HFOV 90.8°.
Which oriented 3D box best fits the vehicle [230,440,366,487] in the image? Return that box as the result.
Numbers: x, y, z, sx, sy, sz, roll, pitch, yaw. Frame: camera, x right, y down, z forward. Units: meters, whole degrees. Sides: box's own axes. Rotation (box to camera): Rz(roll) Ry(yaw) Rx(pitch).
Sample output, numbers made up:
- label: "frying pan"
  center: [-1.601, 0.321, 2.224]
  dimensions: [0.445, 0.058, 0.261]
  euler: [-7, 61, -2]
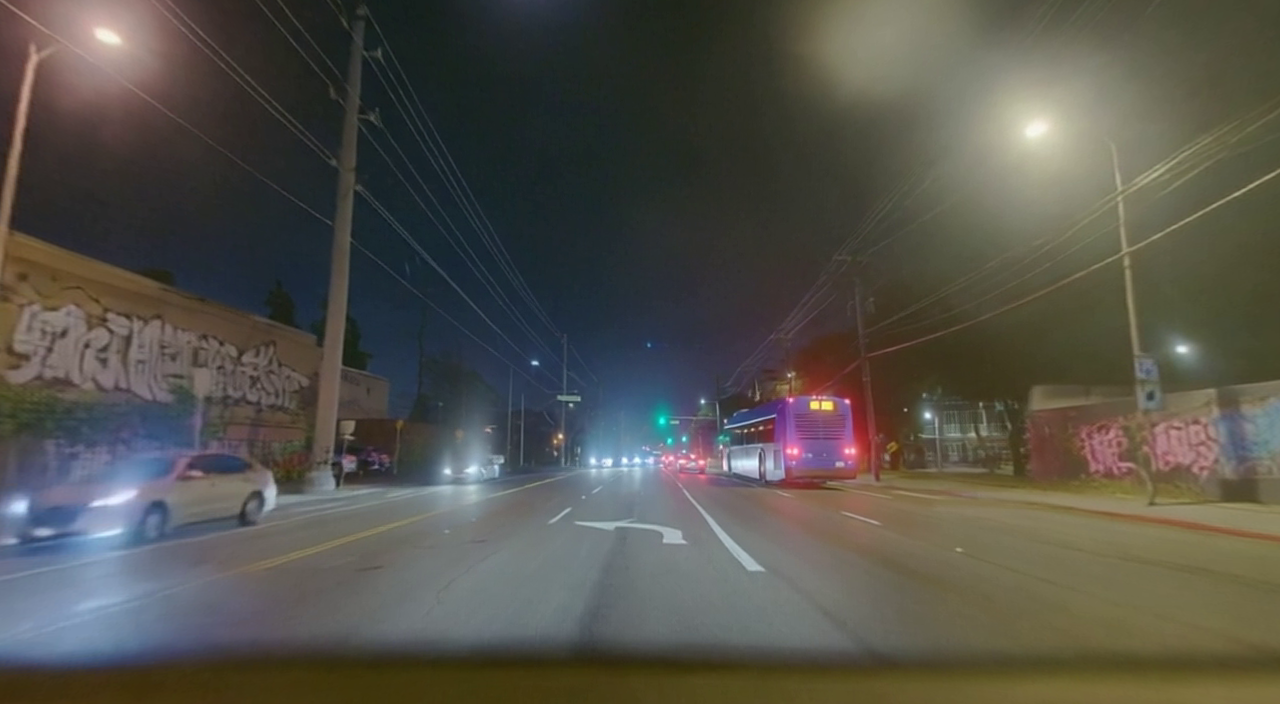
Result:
- label: "vehicle"
  center: [-14.703, 4.801, 27.480]
  dimensions: [4.719, 1.903, 2.051]
  euler: [2, -8, -12]

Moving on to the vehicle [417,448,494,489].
- label: "vehicle"
  center: [-8.321, 5.262, 28.948]
  dimensions: [2.017, 1.659, 4.405]
  euler: [0, -8, 3]

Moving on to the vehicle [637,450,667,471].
- label: "vehicle"
  center: [0.878, 8.240, 48.195]
  dimensions: [2.016, 1.464, 4.089]
  euler: [0, -8, -2]

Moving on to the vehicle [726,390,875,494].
- label: "vehicle"
  center: [6.176, 3.878, 27.306]
  dimensions: [3.045, 3.447, 12.604]
  euler: [0, -8, -1]

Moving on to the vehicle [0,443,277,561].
- label: "vehicle"
  center: [-9.217, 2.502, 11.534]
  dimensions: [2.011, 1.672, 4.637]
  euler: [-1, -8, 7]

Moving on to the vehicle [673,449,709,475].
- label: "vehicle"
  center: [3.167, 6.901, 39.876]
  dimensions: [1.961, 1.470, 4.196]
  euler: [0, -8, 0]
